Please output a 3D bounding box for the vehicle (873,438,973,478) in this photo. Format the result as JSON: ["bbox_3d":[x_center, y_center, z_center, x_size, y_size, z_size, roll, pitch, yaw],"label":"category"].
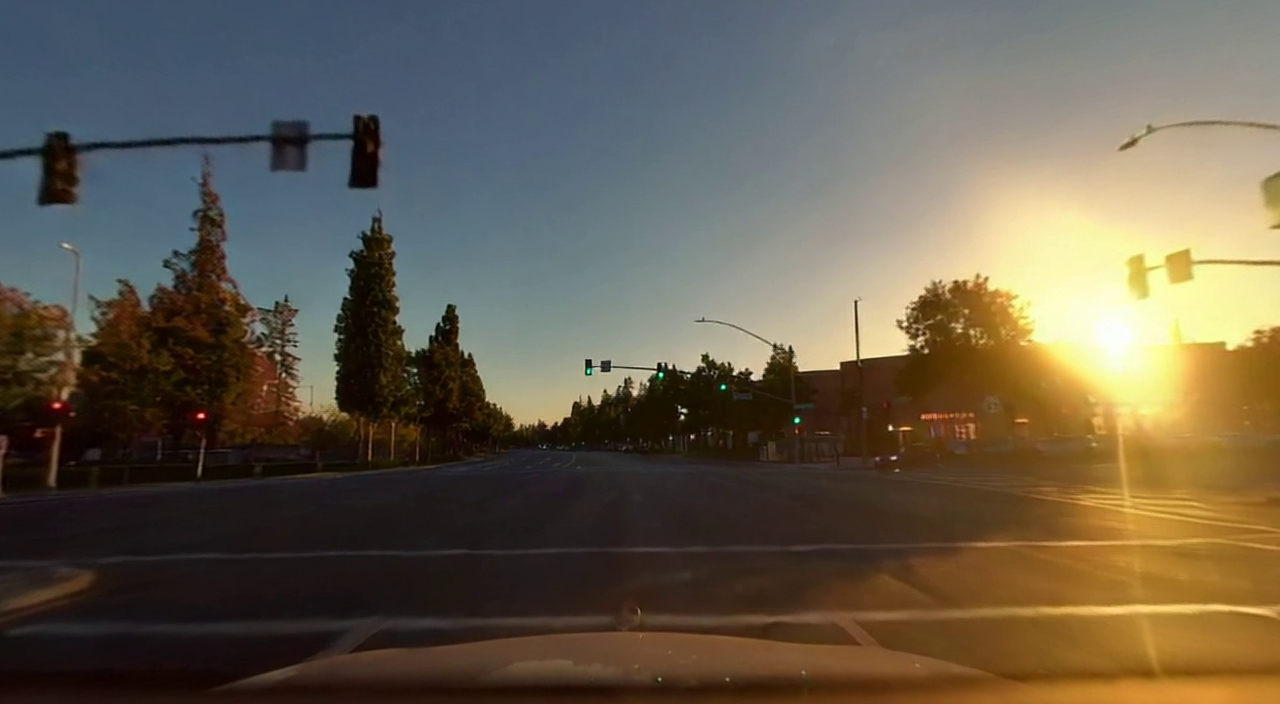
[{"bbox_3d":[12.737,4.753,28.443,3.780,1.496,1.867,0,-8,-22],"label":"vehicle"}]

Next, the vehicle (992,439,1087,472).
[{"bbox_3d":[19.364,5.012,30.601,3.942,1.505,1.848,4,-9,-23],"label":"vehicle"}]
